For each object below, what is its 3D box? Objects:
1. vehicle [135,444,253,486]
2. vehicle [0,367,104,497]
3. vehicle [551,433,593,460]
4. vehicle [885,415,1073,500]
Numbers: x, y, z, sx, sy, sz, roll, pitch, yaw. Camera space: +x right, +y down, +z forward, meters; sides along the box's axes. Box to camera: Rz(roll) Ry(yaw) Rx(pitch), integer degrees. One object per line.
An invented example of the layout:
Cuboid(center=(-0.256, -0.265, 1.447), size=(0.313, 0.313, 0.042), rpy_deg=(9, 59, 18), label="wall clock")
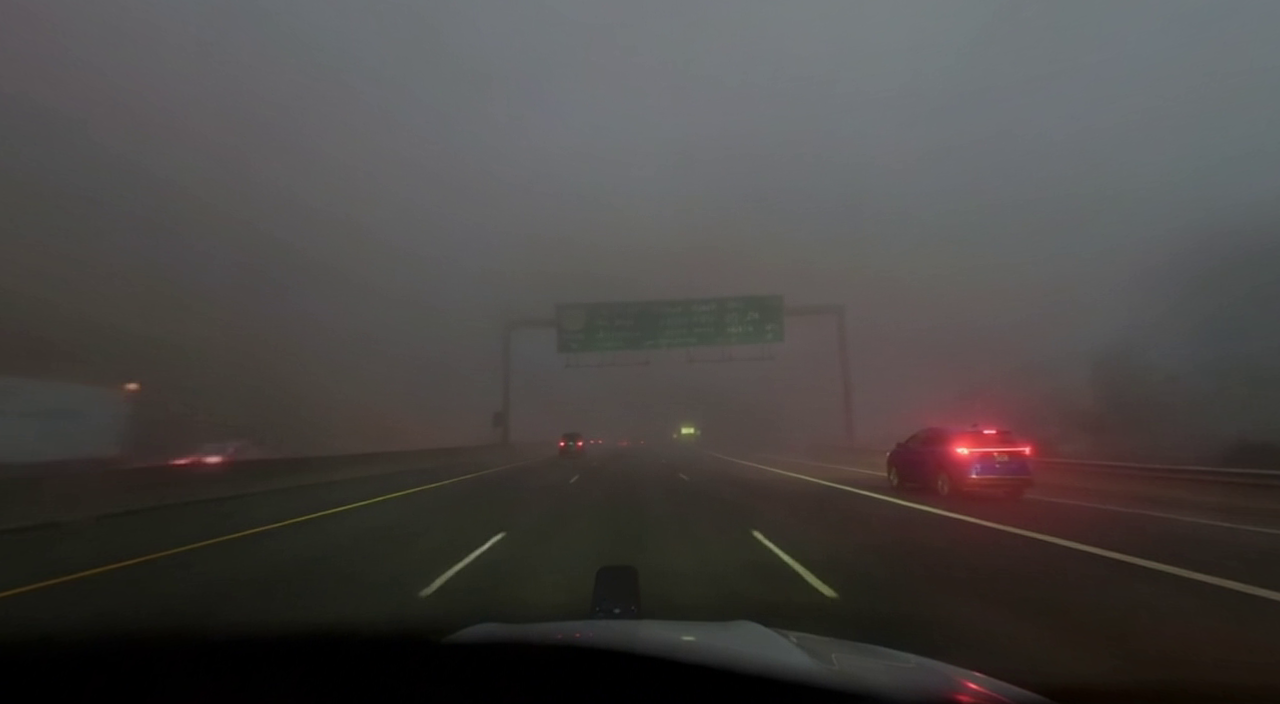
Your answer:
Cuboid(center=(-17.193, 4.333, 24.470), size=(1.760, 1.473, 3.820), rpy_deg=(0, -8, 0), label="vehicle")
Cuboid(center=(-21.270, 2.019, 16.061), size=(2.899, 4.010, 14.107), rpy_deg=(0, -8, -1), label="vehicle")
Cuboid(center=(-3.918, 5.502, 36.734), size=(2.032, 1.465, 4.316), rpy_deg=(0, -8, -1), label="vehicle")
Cuboid(center=(7.351, 2.319, 14.192), size=(1.956, 1.634, 3.935), rpy_deg=(0, -8, -1), label="vehicle")
